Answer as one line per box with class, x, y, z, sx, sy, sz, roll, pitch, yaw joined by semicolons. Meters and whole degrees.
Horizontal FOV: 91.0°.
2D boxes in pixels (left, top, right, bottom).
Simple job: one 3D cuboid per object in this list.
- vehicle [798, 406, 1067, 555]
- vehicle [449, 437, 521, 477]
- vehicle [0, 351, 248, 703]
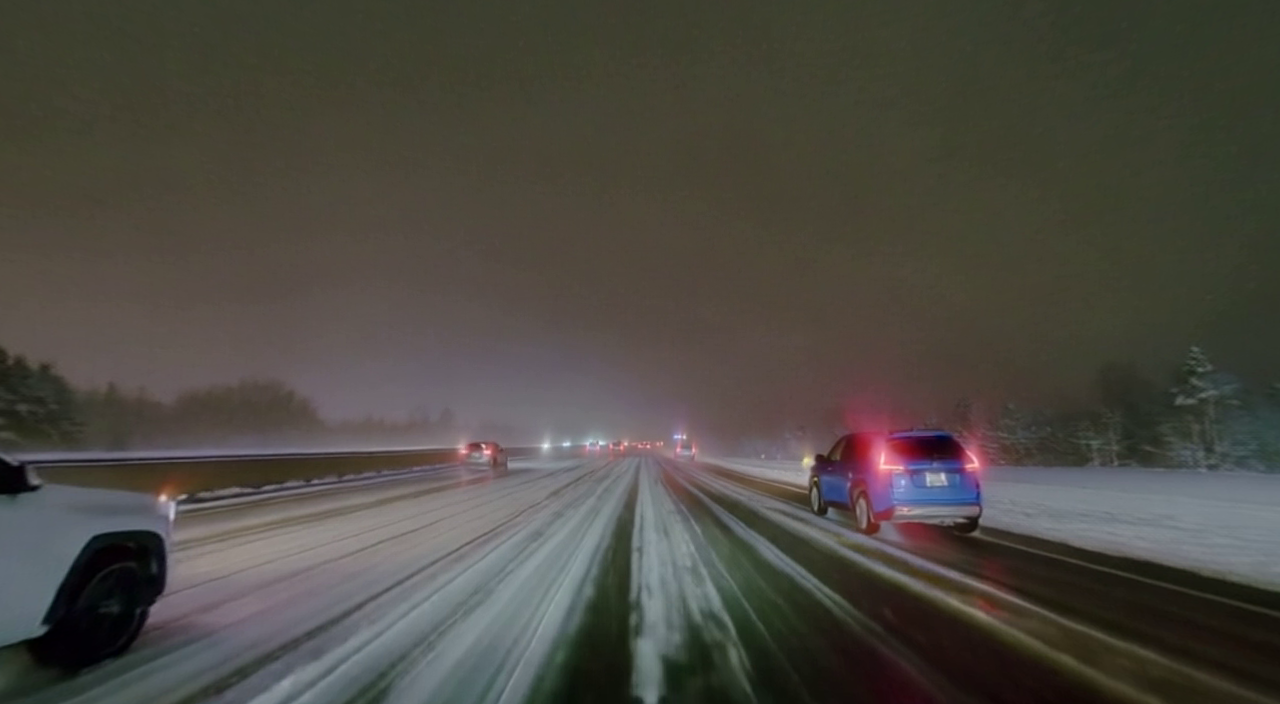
vehicle;4.303;1.978;10.388;2.153;1.860;4.689;0;-9;0
vehicle;-7.176;4.930;29.784;2.095;1.696;4.680;-1;-9;2
vehicle;-3.982;0.796;2.251;2.214;1.743;4.465;-1;-9;1
